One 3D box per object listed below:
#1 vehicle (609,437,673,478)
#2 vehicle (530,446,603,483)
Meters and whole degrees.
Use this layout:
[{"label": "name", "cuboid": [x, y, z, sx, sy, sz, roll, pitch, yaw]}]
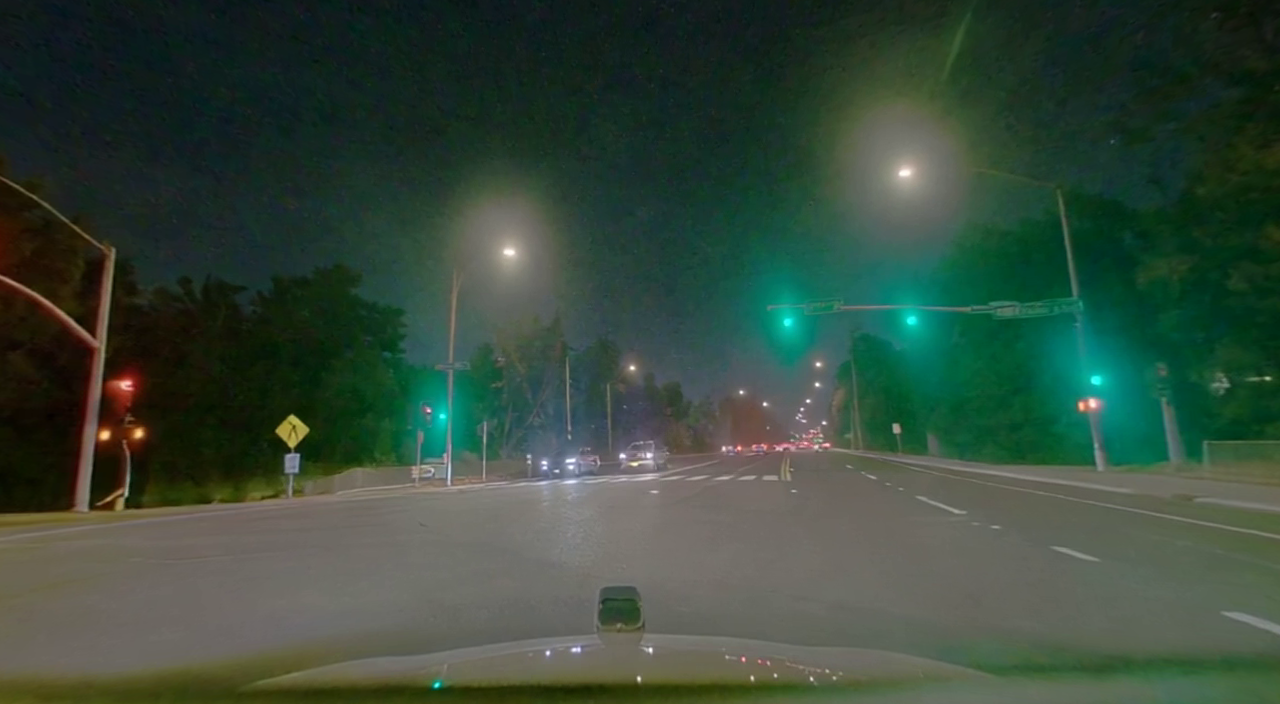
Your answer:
[{"label": "vehicle", "cuboid": [0.158, 4.760, 28.535, 2.090, 1.697, 4.341, -2, -9, 11]}, {"label": "vehicle", "cuboid": [-3.161, 4.970, 28.020, 2.029, 1.504, 4.293, -2, -9, 11]}]
